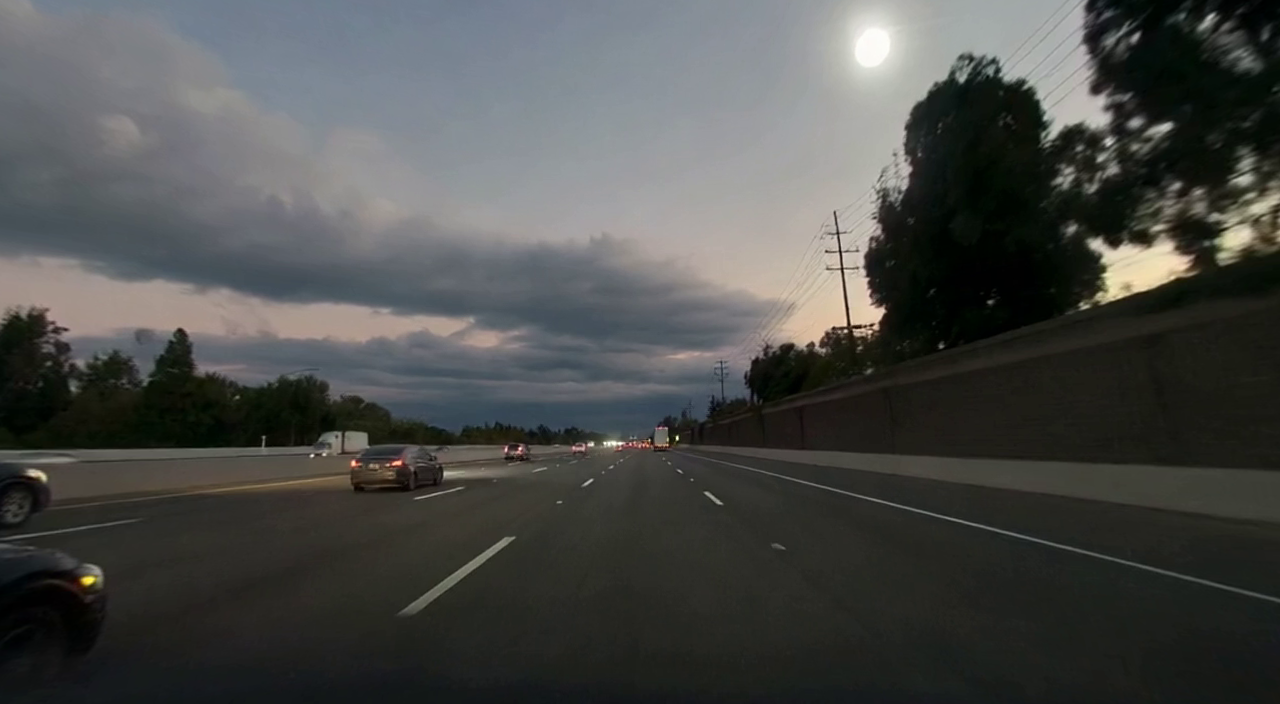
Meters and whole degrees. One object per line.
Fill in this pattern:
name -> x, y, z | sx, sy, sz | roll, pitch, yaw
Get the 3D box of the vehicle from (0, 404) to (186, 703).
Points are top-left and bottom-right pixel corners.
vehicle -> -3.723, 0.771, 1.173 | 2.045, 1.532, 4.954 | 0, -9, 0

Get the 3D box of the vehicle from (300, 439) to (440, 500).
vehicle -> -7.550, 3.329, 18.241 | 1.946, 1.514, 4.687 | 0, -9, 1
